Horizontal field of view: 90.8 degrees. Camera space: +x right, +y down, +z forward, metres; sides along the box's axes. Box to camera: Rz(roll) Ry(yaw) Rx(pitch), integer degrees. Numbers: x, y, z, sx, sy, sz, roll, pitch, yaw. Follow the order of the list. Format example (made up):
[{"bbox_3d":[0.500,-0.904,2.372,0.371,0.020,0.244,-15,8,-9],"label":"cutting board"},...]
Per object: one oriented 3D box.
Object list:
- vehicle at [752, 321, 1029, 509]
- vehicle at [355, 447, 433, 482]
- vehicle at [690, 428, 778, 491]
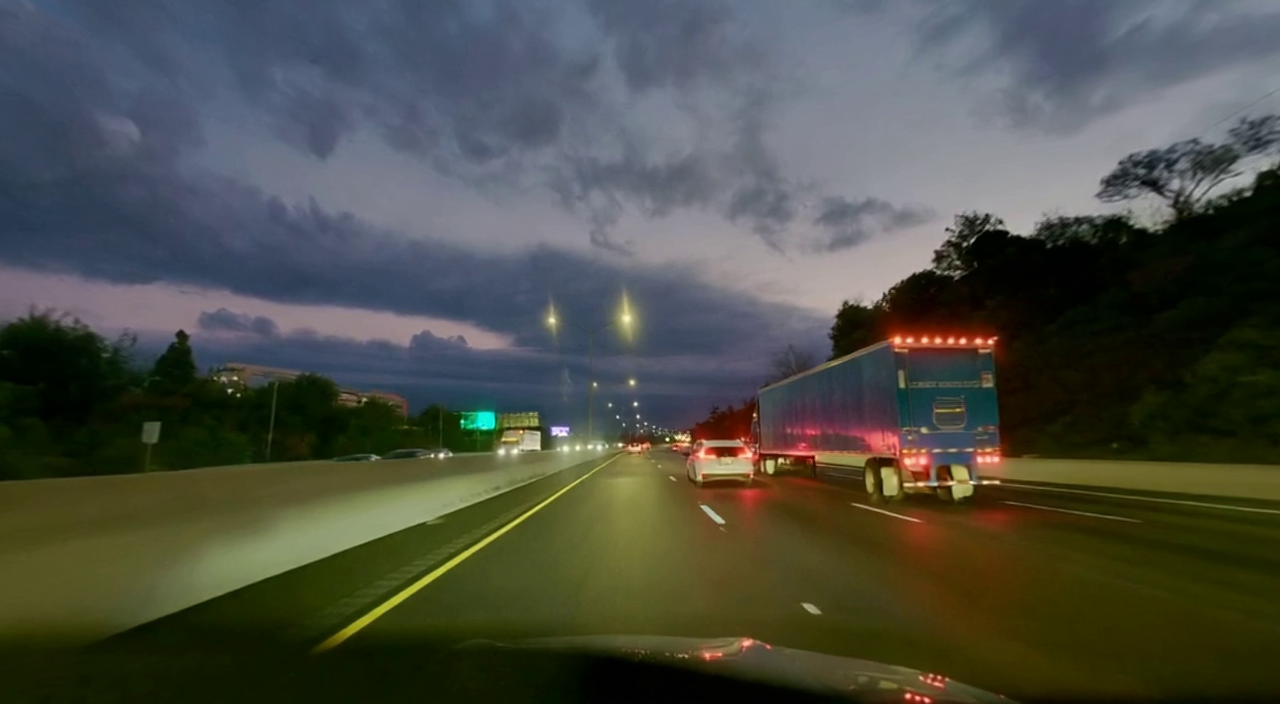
[{"bbox_3d":[6.683,2.408,21.007,2.864,4.060,14.637,0,-9,-2],"label":"vehicle"},{"bbox_3d":[-11.214,5.128,29.153,1.904,1.438,4.257,0,-9,-1],"label":"vehicle"},{"bbox_3d":[2.778,3.321,19.768,1.973,1.710,4.476,0,-9,-1],"label":"vehicle"}]
